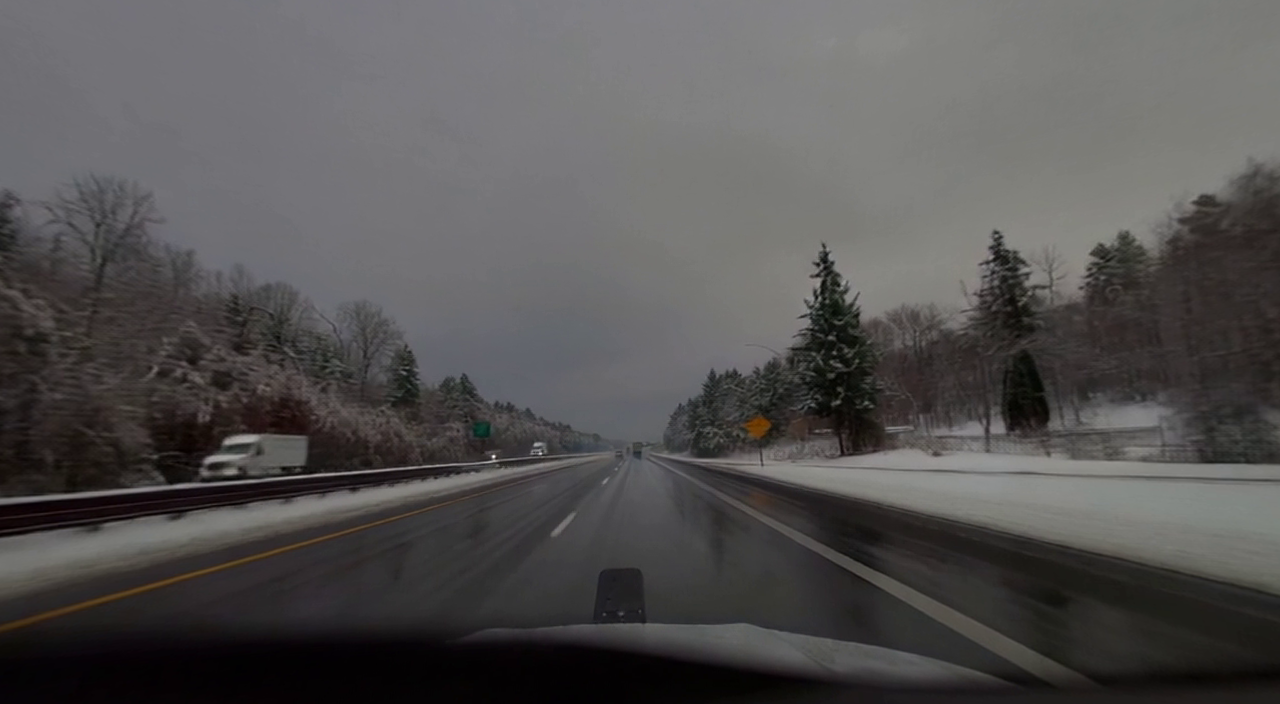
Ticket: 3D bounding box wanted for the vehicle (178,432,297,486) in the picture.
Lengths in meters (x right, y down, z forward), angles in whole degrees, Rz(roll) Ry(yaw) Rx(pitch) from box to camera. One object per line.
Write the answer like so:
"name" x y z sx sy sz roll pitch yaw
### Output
"vehicle" -20.982 5.586 33.297 2.382 2.549 5.609 0 -9 1
